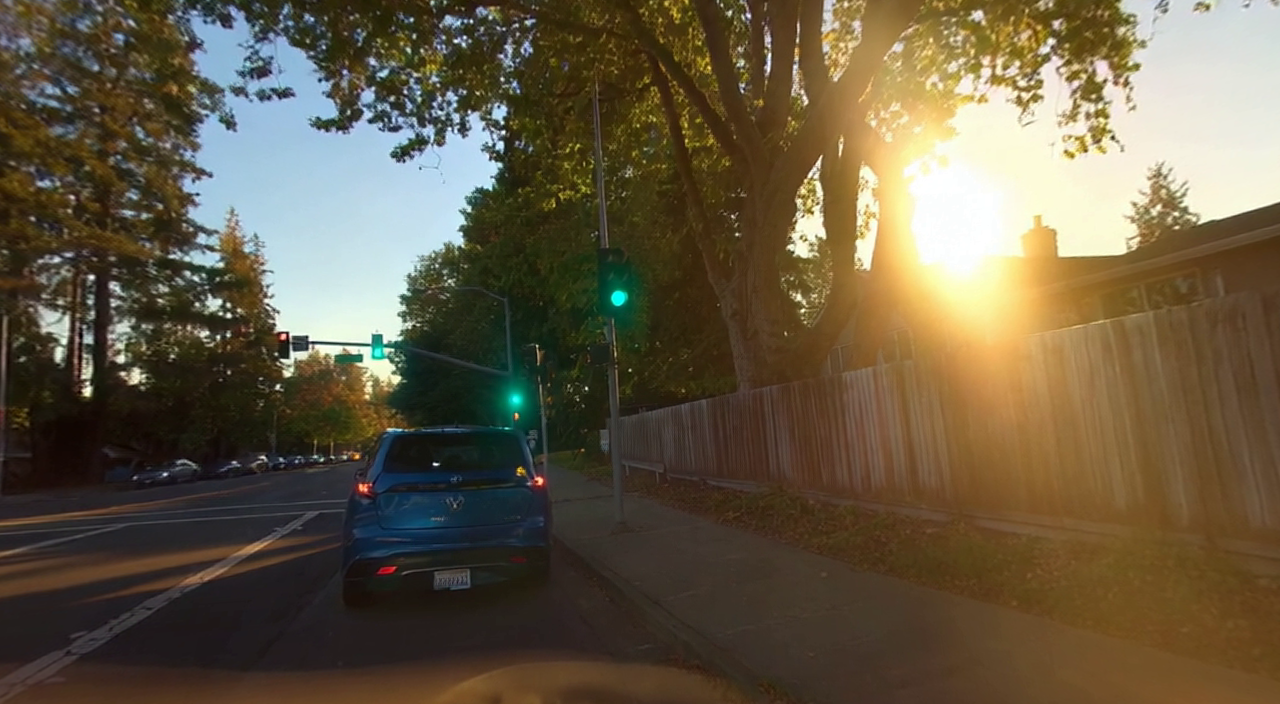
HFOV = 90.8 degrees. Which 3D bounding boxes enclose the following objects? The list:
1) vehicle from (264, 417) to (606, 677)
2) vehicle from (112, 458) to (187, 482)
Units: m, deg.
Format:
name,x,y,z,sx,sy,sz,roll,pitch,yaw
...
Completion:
name,x,y,z,sx,sy,sz,roll,pitch,yaw
vehicle,-1.725,1.443,5.810,2.024,1.502,3.702,2,-9,-16
vehicle,-36.700,8.833,47.331,3.959,1.680,1.785,1,-9,-11
